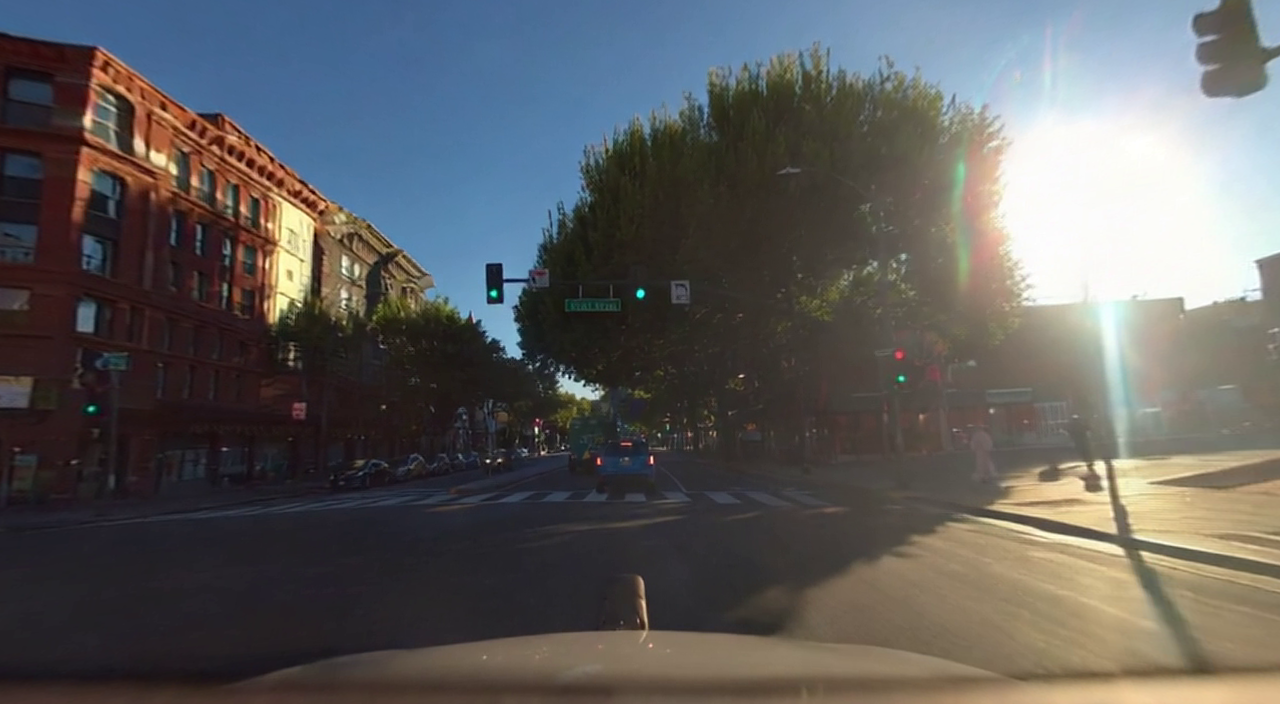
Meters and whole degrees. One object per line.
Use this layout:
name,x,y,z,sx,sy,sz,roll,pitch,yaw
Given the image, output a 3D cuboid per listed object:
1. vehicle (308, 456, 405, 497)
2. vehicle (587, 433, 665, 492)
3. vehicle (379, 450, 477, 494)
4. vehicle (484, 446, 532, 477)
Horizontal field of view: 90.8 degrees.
vehicle,-11.572,5.093,26.202,1.972,1.475,4.381,0,-8,0
vehicle,-0.438,3.742,21.833,2.382,1.796,4.610,0,-8,0
vehicle,-8.125,4.608,24.748,2.152,1.468,4.737,0,-8,1
vehicle,-8.123,6.722,39.123,2.109,1.628,4.108,-4,-9,-1
